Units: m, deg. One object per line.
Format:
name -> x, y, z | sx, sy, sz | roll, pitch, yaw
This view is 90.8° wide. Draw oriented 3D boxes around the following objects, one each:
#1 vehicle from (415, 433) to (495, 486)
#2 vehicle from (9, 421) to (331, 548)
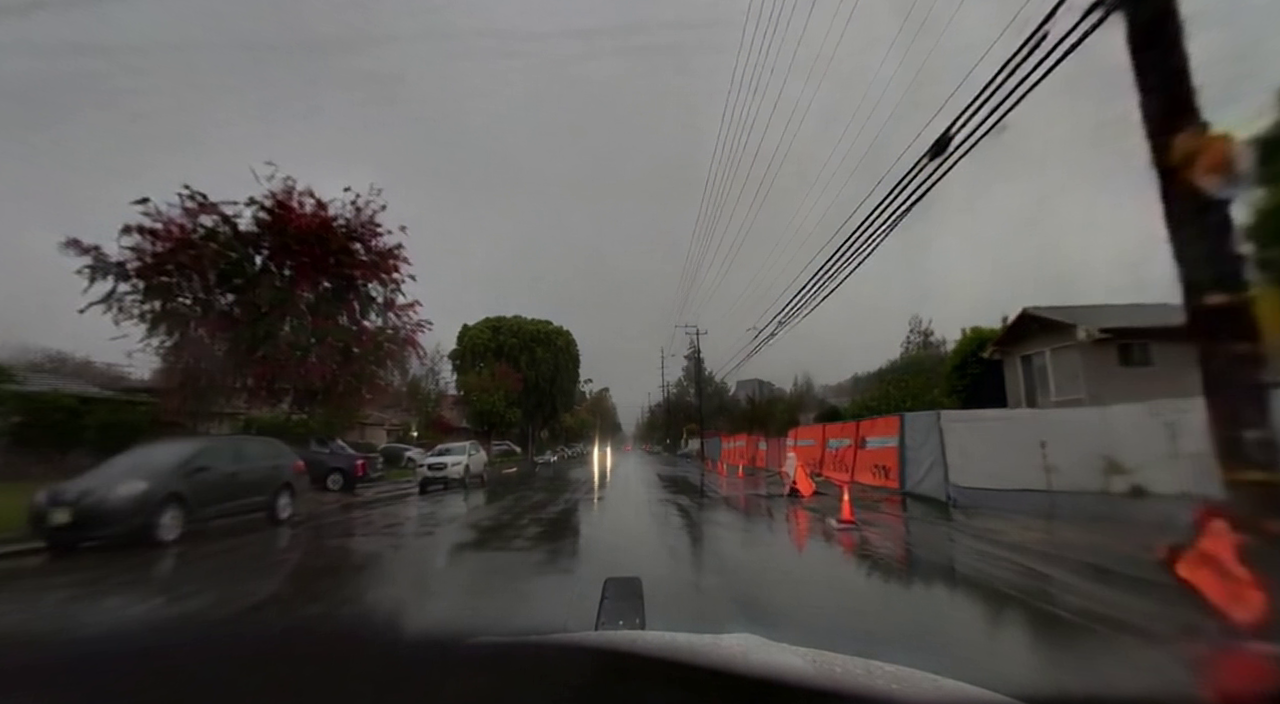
vehicle -> -6.837, 4.029, 23.780 | 1.932, 1.743, 4.079 | -1, -10, -2
vehicle -> -7.684, 2.198, 11.154 | 2.019, 1.723, 4.650 | 0, -9, 1
